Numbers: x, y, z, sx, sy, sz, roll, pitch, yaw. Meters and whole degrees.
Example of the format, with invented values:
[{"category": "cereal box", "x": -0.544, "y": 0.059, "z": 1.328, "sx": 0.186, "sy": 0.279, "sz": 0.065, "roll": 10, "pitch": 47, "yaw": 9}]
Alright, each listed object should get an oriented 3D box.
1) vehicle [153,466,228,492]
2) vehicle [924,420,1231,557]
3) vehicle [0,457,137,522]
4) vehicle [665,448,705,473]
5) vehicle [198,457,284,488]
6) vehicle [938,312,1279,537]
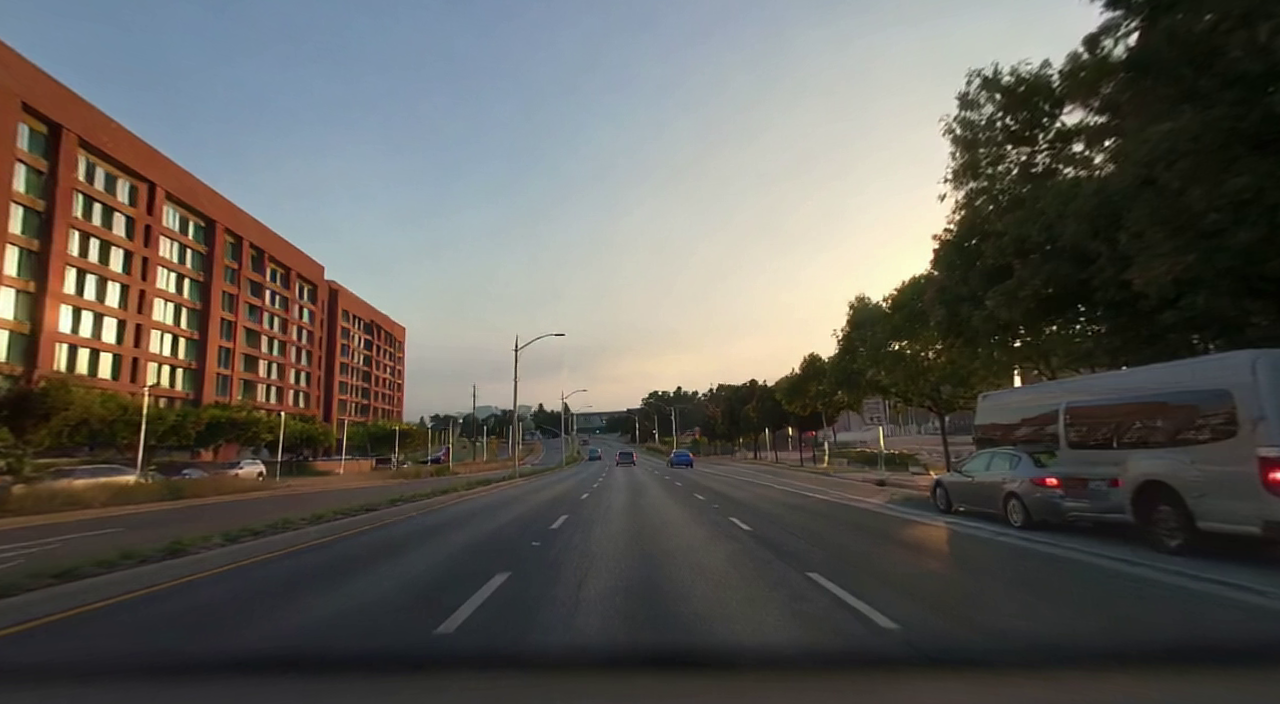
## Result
[{"category": "vehicle", "x": -29.658, "y": 8.383, "z": 41.869, "sx": 1.742, "sy": 1.473, "sz": 4.529, "roll": 0, "pitch": -8, "yaw": -2}, {"category": "vehicle", "x": 6.667, "y": 2.091, "z": 10.455, "sx": 2.017, "sy": 1.743, "sz": 4.453, "roll": -1, "pitch": -8, "yaw": 3}, {"category": "vehicle", "x": -19.120, "y": 4.339, "z": 20.425, "sx": 2.007, "sy": 1.735, "sz": 4.384, "roll": -1, "pitch": -8, "yaw": 1}, {"category": "vehicle", "x": 2.894, "y": 7.108, "z": 41.524, "sx": 2.090, "sy": 1.506, "sz": 4.382, "roll": 0, "pitch": -8, "yaw": -3}, {"category": "vehicle", "x": -29.767, "y": 8.972, "z": 47.496, "sx": 2.474, "sy": 1.971, "sz": 6.358, "roll": 0, "pitch": -8, "yaw": -2}, {"category": "vehicle", "x": 12.169, "y": 1.874, "z": 15.572, "sx": 3.113, "sy": 3.594, "sz": 14.349, "roll": -5, "pitch": -9, "yaw": 2}]
